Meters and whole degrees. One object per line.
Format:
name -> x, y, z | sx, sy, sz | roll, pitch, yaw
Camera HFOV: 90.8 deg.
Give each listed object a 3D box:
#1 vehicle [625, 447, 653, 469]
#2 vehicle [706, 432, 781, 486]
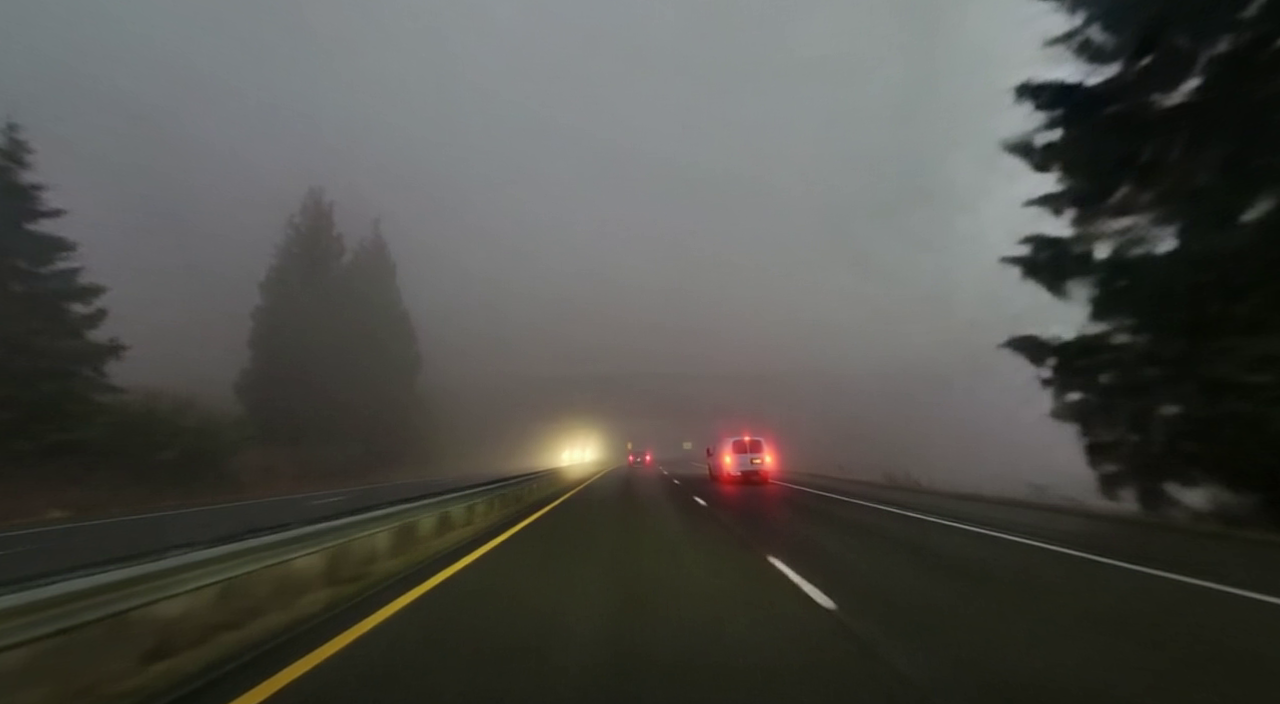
vehicle -> -0.020, 8.049, 48.031 | 2.013, 1.584, 3.995 | 0, -9, 1
vehicle -> 4.125, 4.417, 26.236 | 2.152, 1.998, 5.380 | 0, -9, -1
